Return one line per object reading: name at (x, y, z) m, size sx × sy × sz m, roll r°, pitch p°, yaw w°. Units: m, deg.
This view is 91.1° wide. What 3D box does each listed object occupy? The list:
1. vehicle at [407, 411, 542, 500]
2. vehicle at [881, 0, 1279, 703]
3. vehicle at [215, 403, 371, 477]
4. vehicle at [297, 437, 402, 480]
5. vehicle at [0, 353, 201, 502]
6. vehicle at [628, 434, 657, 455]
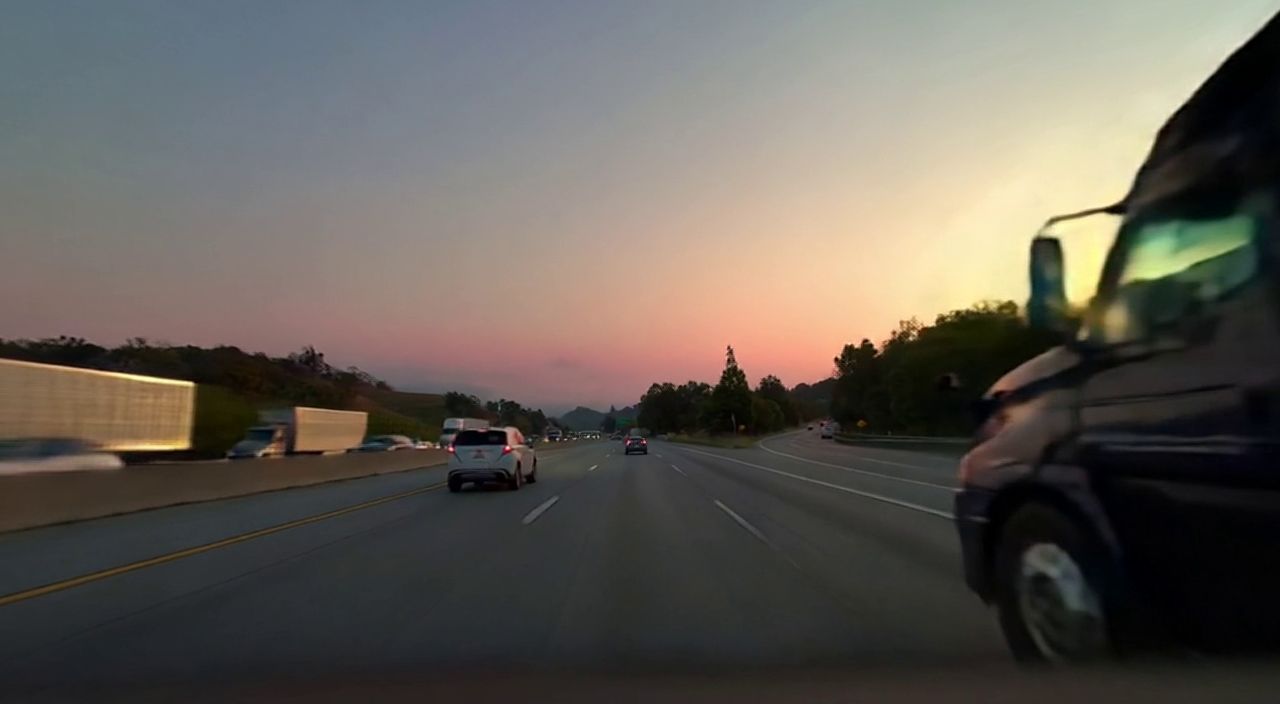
vehicle at (-3.949, 2.552, 15.992) m, size 2.115 × 1.887 × 4.721 m, roll 0°, pitch -8°, yaw 0°
vehicle at (3.663, -0.411, 2.453) m, size 3.024 × 4.287 × 5.601 m, roll 0°, pitch -7°, yaw -1°
vehicle at (-19.522, 5.102, 36.606) m, size 3.025 × 3.610 × 10.687 m, roll 0°, pitch -8°, yaw 0°
vehicle at (-11.428, 4.177, 25.162) m, size 1.957 × 1.555 × 4.700 m, roll 0°, pitch -8°, yaw 0°
vehicle at (-19.557, 2.206, 18.203) m, size 3.167 × 4.158 × 14.825 m, roll 0°, pitch -8°, yaw -1°
vehicle at (0.155, 7.026, 48.012) m, size 2.051 × 1.528 × 4.265 m, roll 0°, pitch -8°, yaw -1°
